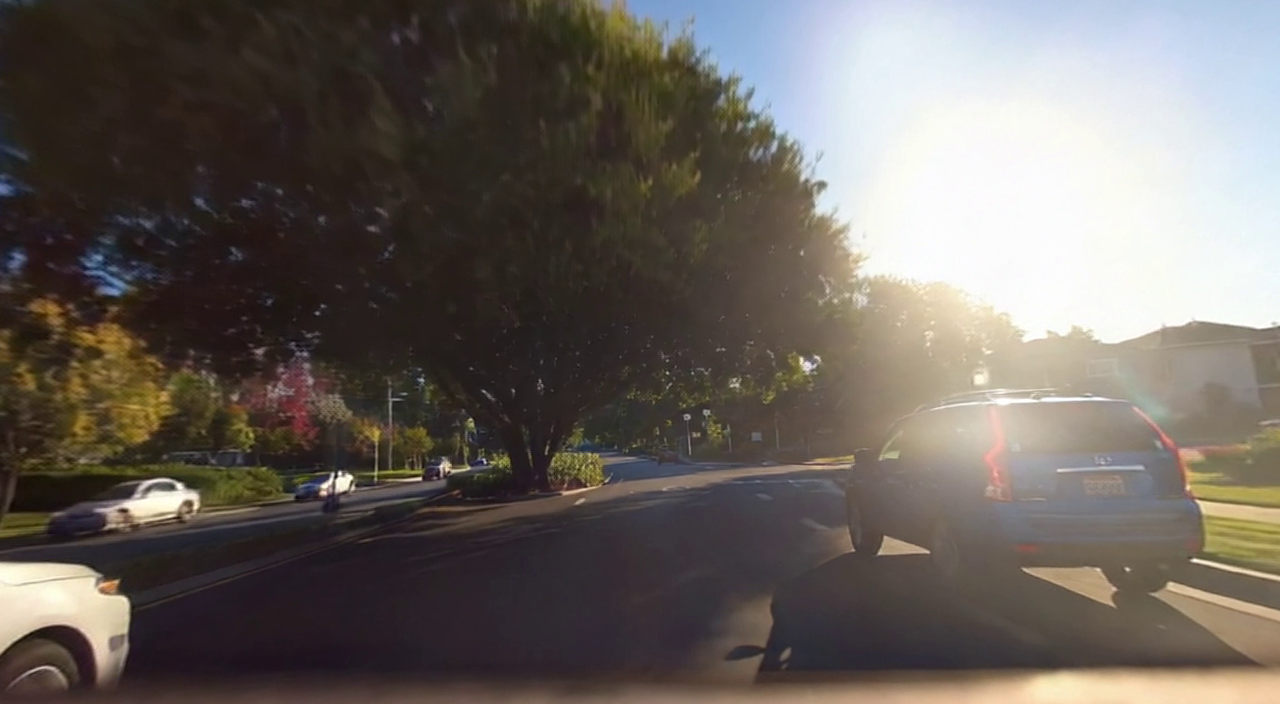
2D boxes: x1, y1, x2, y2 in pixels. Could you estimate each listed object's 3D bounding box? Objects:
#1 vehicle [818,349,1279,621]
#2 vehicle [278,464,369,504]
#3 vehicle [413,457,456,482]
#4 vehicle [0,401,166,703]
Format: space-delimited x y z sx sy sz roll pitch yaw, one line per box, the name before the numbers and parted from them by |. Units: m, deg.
vehicle | 4.101 1.447 7.753 2.338 2.063 5.592 -2 -9 2
vehicle | -14.559 6.066 29.357 1.967 1.512 4.901 -1 -9 -3
vehicle | -15.865 9.048 48.801 2.077 1.704 4.602 -1 -9 -4
vehicle | -3.679 0.844 1.174 2.058 1.659 4.514 -1 -9 0
